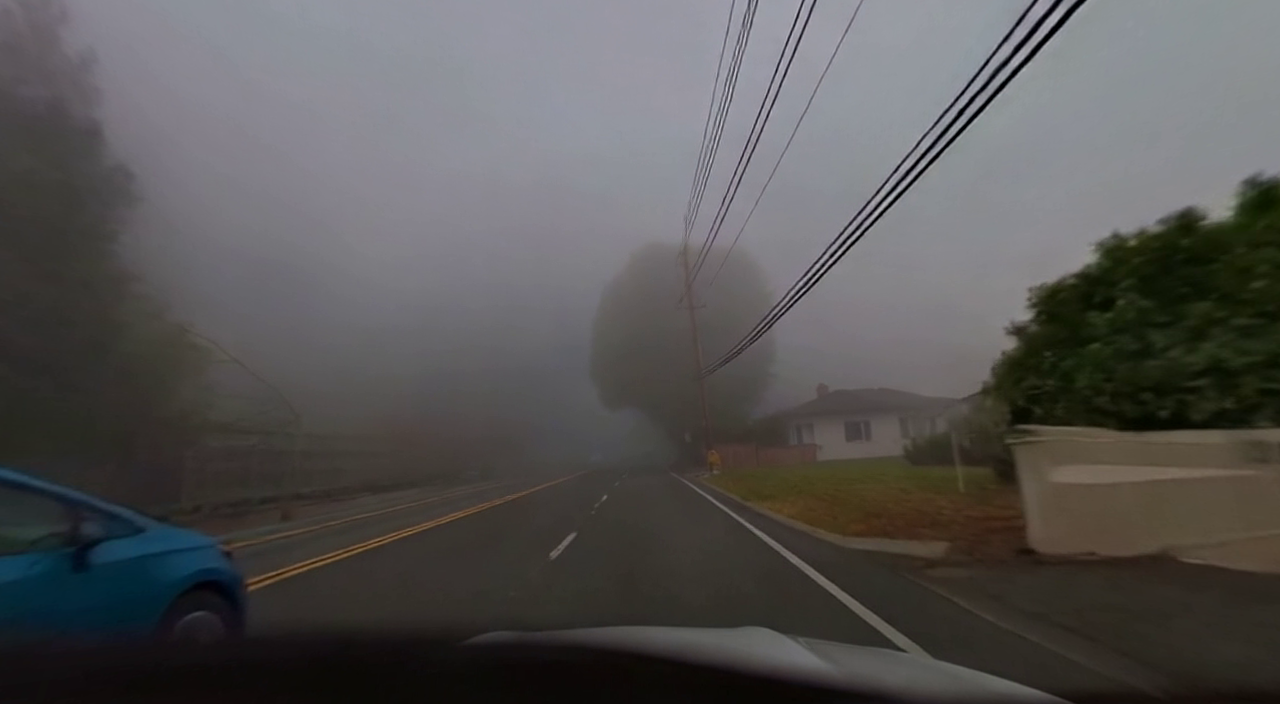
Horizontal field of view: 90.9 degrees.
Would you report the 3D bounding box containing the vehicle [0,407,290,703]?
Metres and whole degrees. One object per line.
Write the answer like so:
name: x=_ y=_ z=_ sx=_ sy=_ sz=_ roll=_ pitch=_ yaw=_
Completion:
vehicle: x=-3.338 y=0.825 z=1.421 sx=2.085 sy=1.512 sz=5.023 roll=0 pitch=-10 yaw=2
